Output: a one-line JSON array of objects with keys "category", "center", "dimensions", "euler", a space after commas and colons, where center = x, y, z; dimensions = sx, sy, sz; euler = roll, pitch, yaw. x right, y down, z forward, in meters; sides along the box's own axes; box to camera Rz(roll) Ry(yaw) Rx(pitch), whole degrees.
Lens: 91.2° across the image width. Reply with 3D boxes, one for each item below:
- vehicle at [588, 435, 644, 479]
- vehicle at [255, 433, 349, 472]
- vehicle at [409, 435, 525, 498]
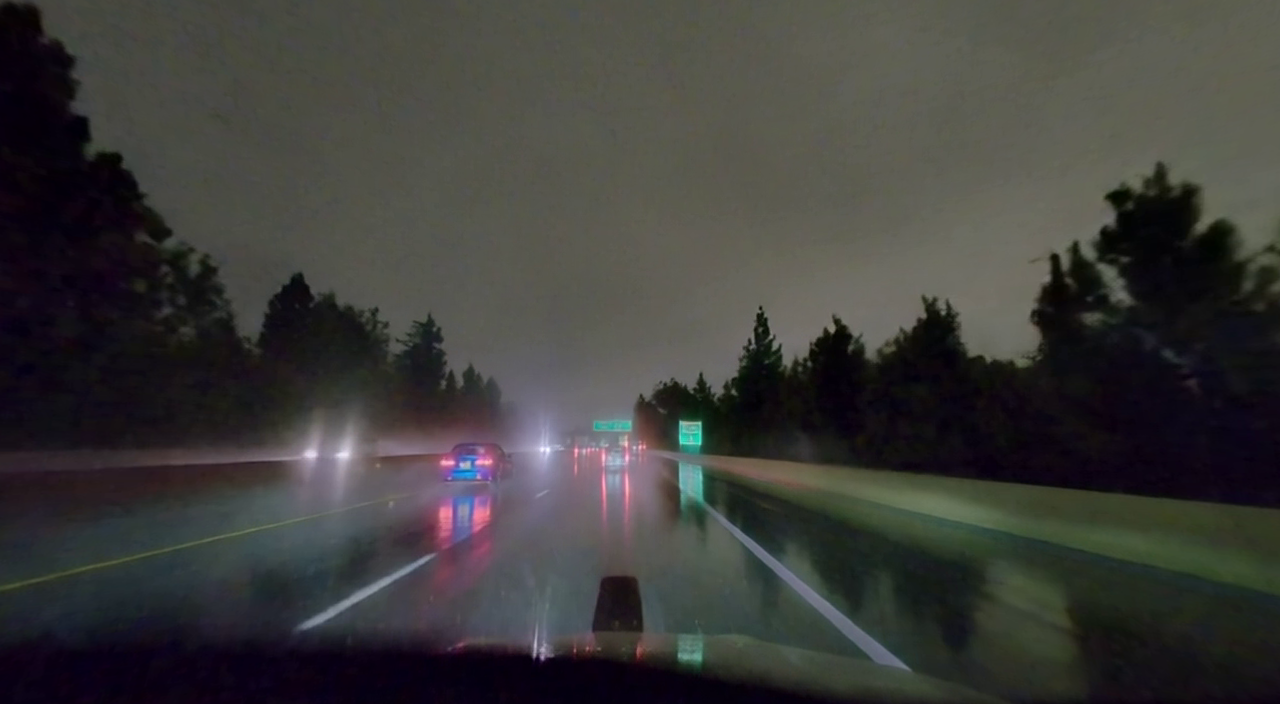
[{"category": "vehicle", "center": [-0.999, 4.429, 26.662], "dimensions": [2.220, 1.711, 4.056], "euler": [0, -9, -2]}, {"category": "vehicle", "center": [-14.510, 4.334, 27.156], "dimensions": [1.854, 1.522, 4.080], "euler": [0, -9, -1]}, {"category": "vehicle", "center": [-4.850, 3.284, 18.396], "dimensions": [2.103, 1.588, 4.709], "euler": [-1, -9, 0]}]
